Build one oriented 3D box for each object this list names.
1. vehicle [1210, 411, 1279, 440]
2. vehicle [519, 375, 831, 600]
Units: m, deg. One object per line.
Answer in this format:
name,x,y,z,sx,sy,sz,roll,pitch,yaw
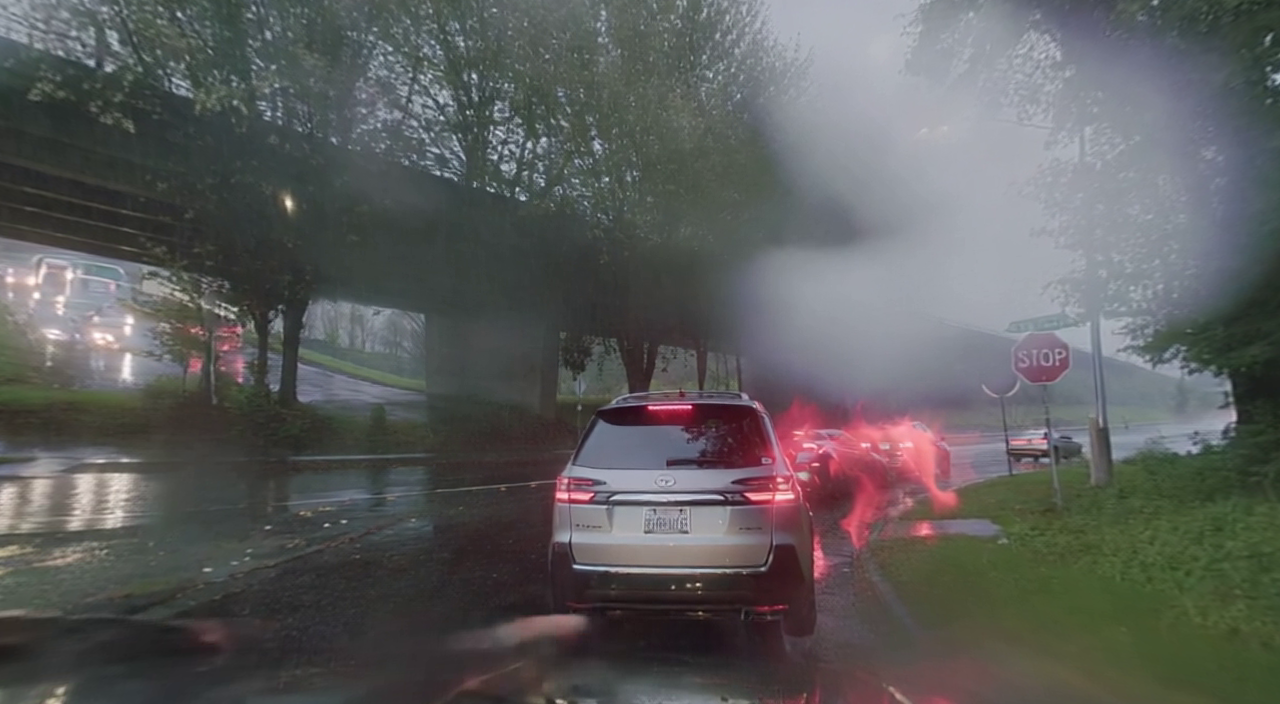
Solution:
vehicle,39.336,4.783,40.735,4.413,1.717,2.073,4,-10,-26
vehicle,0.316,1.416,7.333,2.494,1.804,4.336,0,-9,1
